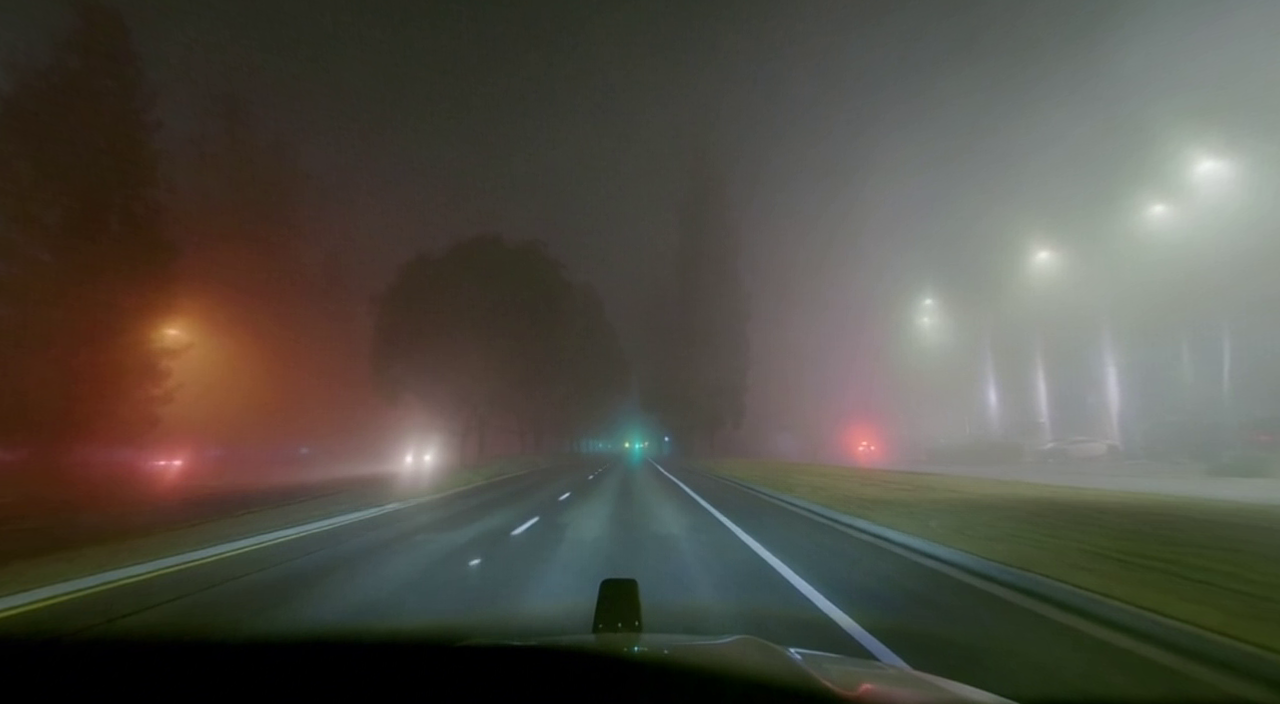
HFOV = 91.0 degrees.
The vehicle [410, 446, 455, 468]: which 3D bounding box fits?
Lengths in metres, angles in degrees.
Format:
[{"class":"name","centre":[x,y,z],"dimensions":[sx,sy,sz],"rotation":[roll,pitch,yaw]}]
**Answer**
[{"class":"vehicle","centre":[-15.603,7.908,47.602],"dimensions":[1.862,1.507,4.424],"rotation":[0,-9,0]}]

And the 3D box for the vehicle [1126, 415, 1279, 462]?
[{"class":"vehicle","centre":[24.450,3.792,27.401],"dimensions":[4.814,1.804,1.980],"rotation":[-1,-10,-2]}]

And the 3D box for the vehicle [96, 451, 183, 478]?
[{"class":"vehicle","centre":[-34.491,7.733,43.455],"dimensions":[4.423,1.705,1.772],"rotation":[-1,-9,-1]}]
